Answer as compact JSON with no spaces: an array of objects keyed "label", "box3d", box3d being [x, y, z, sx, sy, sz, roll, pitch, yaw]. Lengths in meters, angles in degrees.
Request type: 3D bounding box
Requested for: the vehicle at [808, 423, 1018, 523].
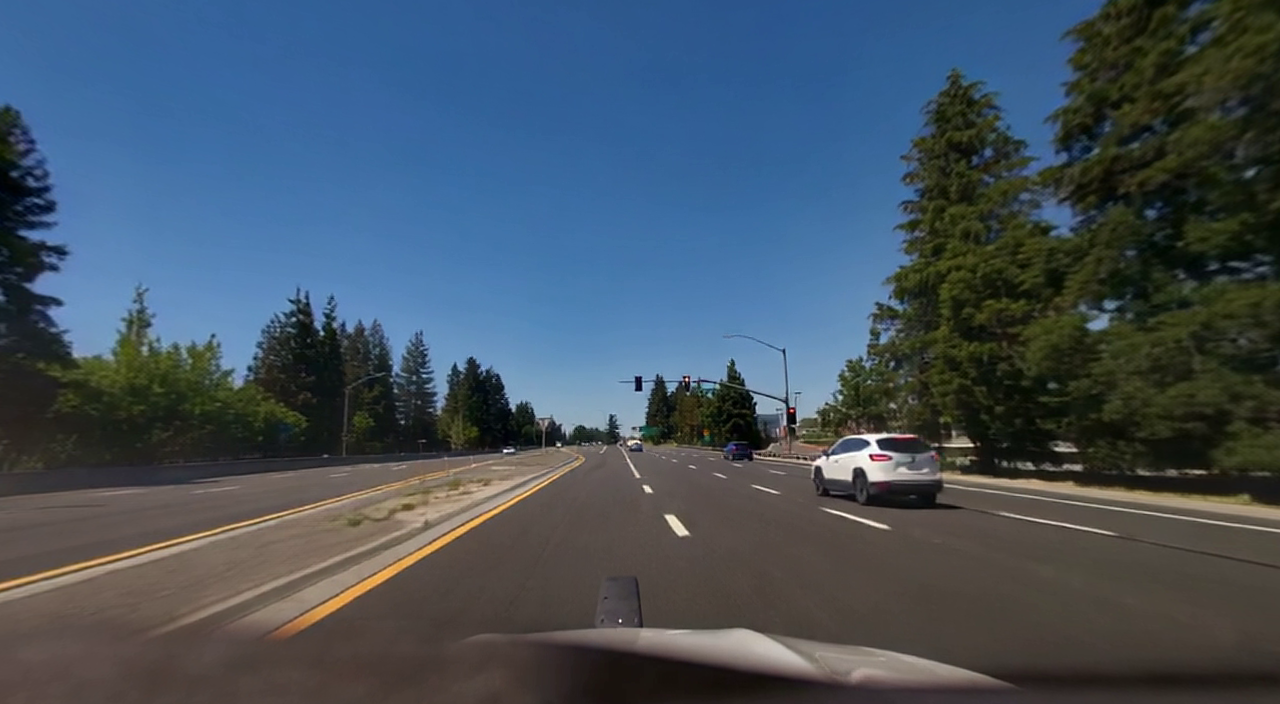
[{"label":"vehicle","box3d":[5.301,2.414,13.123,2.066,1.683,4.675,0,-8,-3]}]
